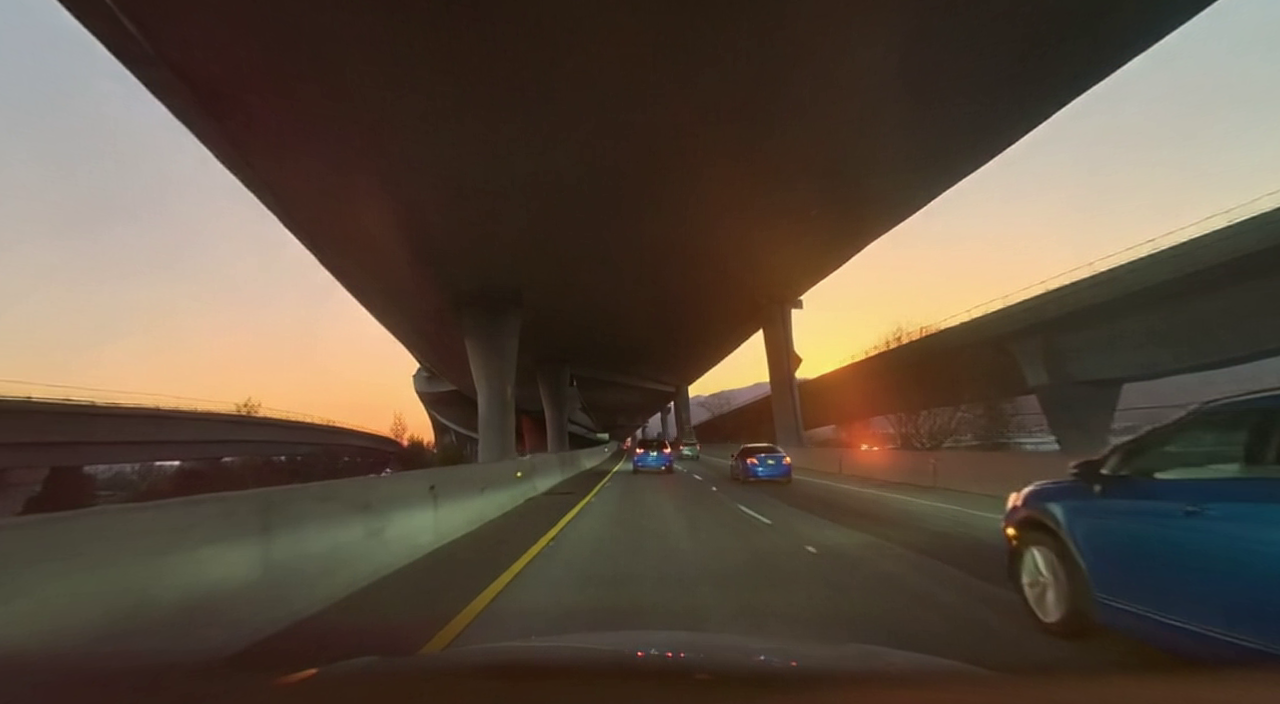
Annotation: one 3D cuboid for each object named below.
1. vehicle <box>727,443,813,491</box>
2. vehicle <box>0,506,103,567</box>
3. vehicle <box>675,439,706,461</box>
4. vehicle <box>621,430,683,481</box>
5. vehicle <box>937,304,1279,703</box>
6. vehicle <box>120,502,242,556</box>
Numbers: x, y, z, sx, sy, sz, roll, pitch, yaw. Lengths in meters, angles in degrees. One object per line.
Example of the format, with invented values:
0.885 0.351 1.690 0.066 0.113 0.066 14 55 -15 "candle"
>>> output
4.385 3.940 21.959 2.047 1.500 4.017 1 -9 -2 "vehicle"
-22.921 6.785 23.376 1.920 1.675 4.655 1 -9 -3 "vehicle"
3.947 7.733 49.760 2.047 1.700 4.069 0 -9 -1 "vehicle"
0.458 4.162 25.493 2.264 1.841 4.583 0 -9 0 "vehicle"
4.106 0.861 3.215 2.404 2.014 5.655 0 -9 0 "vehicle"
-19.132 7.356 26.518 1.939 1.689 4.298 1 -9 -1 "vehicle"
